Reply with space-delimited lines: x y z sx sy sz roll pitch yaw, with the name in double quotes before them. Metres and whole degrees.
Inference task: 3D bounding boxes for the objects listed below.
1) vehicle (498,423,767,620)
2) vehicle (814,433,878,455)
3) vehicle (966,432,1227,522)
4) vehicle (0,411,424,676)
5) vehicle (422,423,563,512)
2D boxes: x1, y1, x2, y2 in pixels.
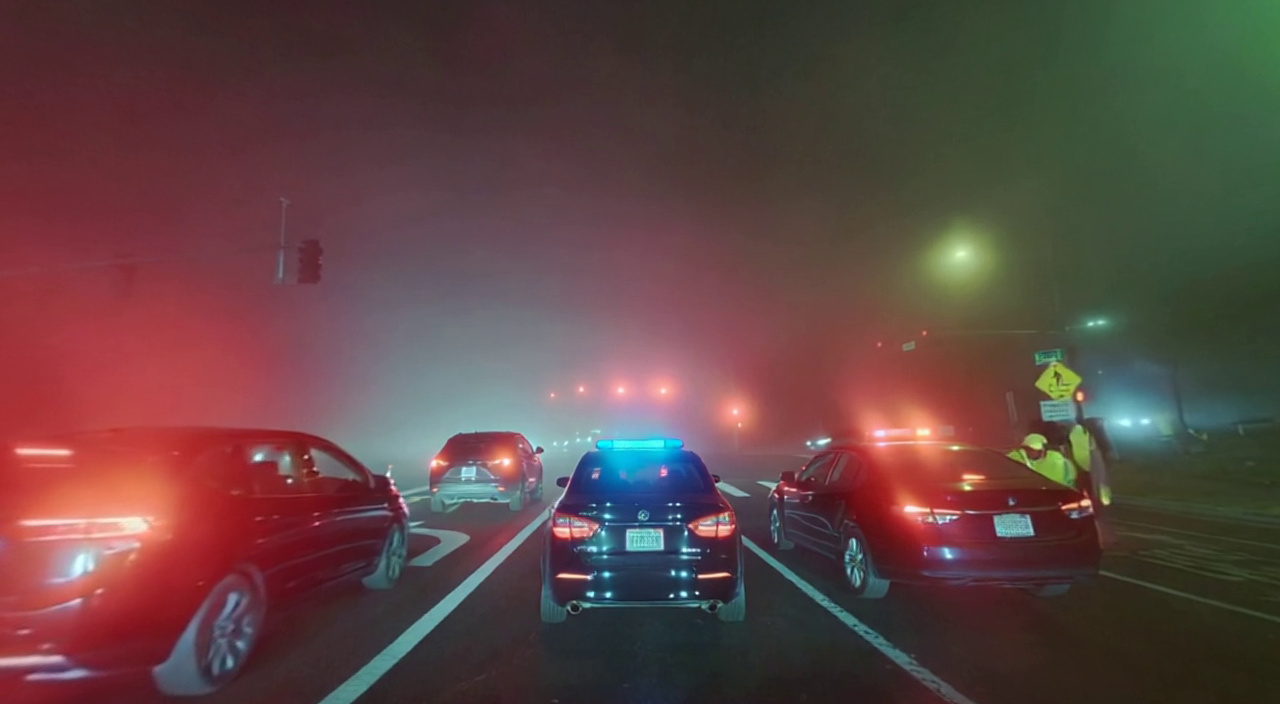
"vehicle" -0.114 1.626 7.071 2.061 1.486 4.332 0 -8 -2
"vehicle" 16.053 7.160 49.186 4.211 1.659 1.983 1 -9 -6
"vehicle" 9.356 2.579 13.575 1.957 1.576 4.670 0 -9 -3
"vehicle" -3.620 1.412 5.727 1.863 1.526 4.006 0 -8 0
"vehicle" -3.300 2.710 15.216 2.096 1.789 4.719 -1 -9 2
